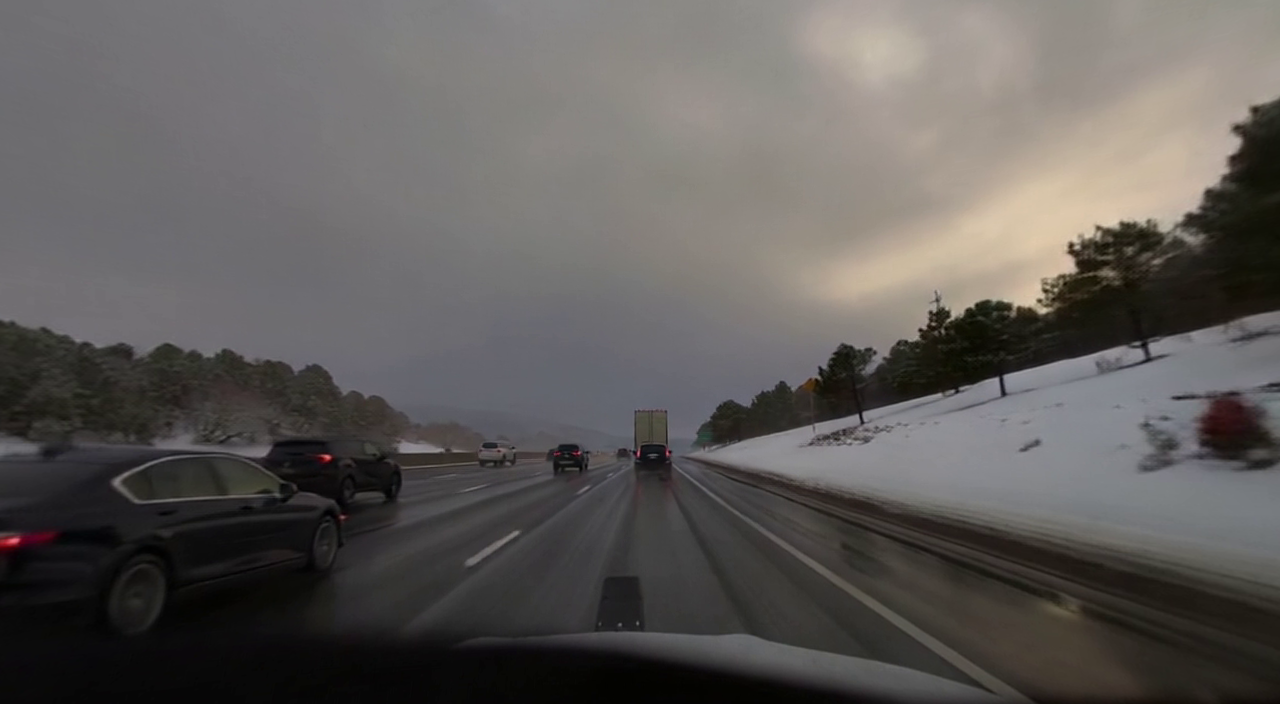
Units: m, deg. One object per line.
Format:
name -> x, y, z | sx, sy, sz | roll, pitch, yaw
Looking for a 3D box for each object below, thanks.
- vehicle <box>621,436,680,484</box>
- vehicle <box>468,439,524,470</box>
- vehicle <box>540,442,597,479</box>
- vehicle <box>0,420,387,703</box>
vehicle -> 0.423, 4.460, 26.396 | 2.281, 1.795, 4.297 | 1, -9, 1
vehicle -> -10.526, 7.540, 46.577 | 2.421, 2.025, 6.236 | 0, -9, 2
vehicle -> -3.415, 5.291, 31.073 | 2.155, 1.661, 4.477 | 0, -9, 2
vehicle -> -3.891, 1.332, 4.826 | 1.943, 1.468, 4.547 | 1, -9, 1
